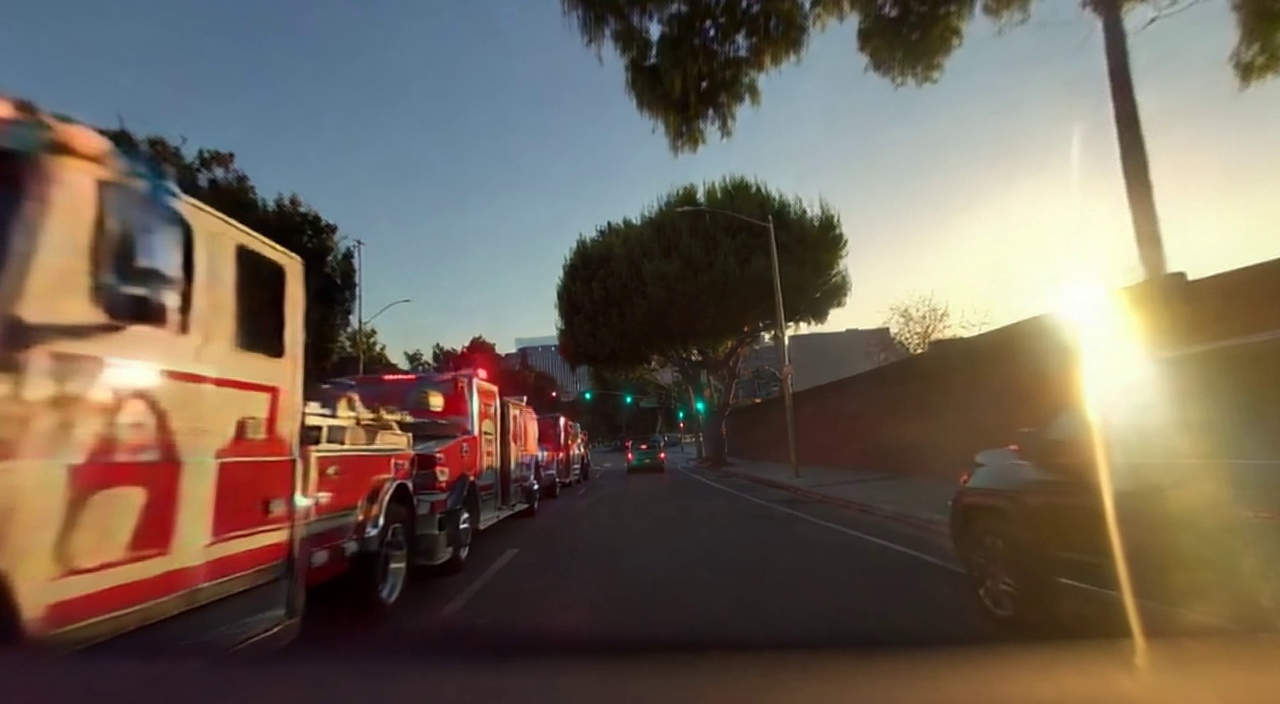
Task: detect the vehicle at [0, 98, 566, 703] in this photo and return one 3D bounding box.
[{"bbox_3d":[-3.223,0.967,7.580,3.644,3.138,9.346,0,-9,-1],"label":"vehicle"}]

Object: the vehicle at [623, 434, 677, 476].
[{"bbox_3d":[0.380,4.968,30.615,2.332,1.831,4.930,0,-9,-3],"label":"vehicle"}]

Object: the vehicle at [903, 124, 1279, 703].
[{"bbox_3d":[4.083,0.470,2.936,3.411,2.429,5.271,0,-9,0],"label":"vehicle"}]
